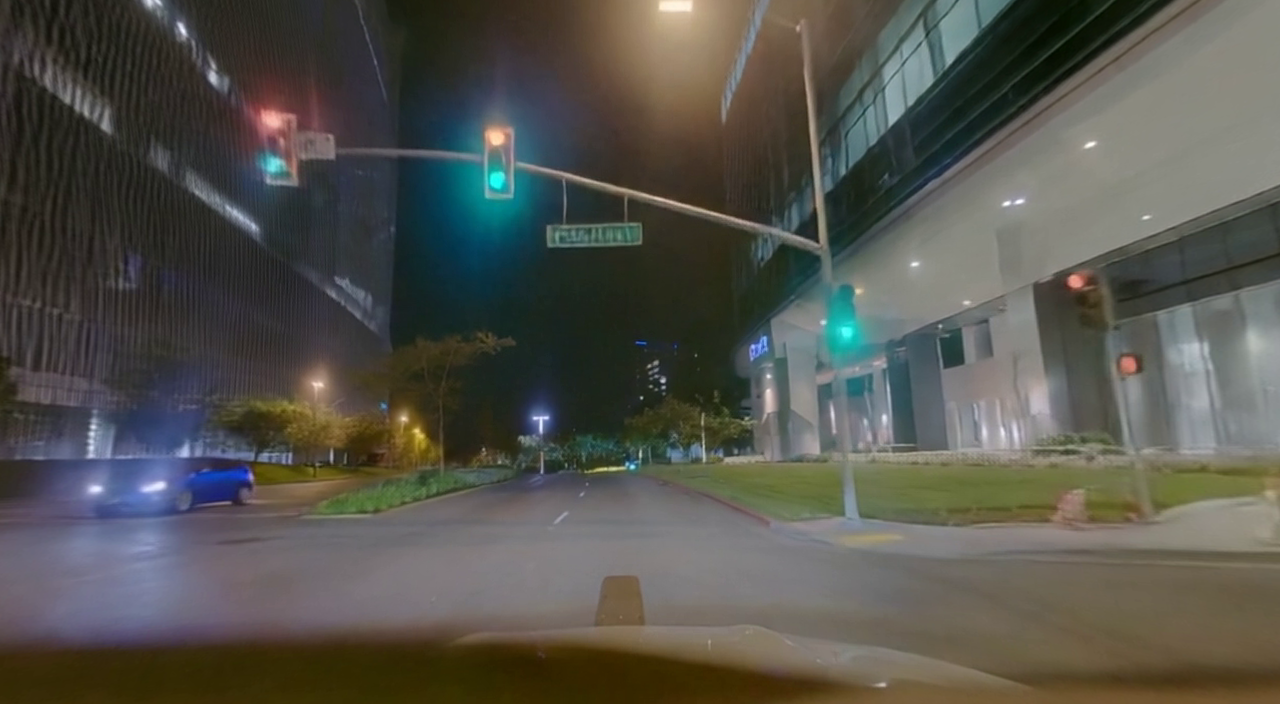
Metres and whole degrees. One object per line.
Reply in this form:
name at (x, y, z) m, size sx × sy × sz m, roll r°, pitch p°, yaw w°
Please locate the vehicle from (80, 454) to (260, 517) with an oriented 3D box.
vehicle at (-12.822, 3.631, 17.628) m, size 1.906 × 1.502 × 4.396 m, roll 2°, pitch -9°, yaw -5°
